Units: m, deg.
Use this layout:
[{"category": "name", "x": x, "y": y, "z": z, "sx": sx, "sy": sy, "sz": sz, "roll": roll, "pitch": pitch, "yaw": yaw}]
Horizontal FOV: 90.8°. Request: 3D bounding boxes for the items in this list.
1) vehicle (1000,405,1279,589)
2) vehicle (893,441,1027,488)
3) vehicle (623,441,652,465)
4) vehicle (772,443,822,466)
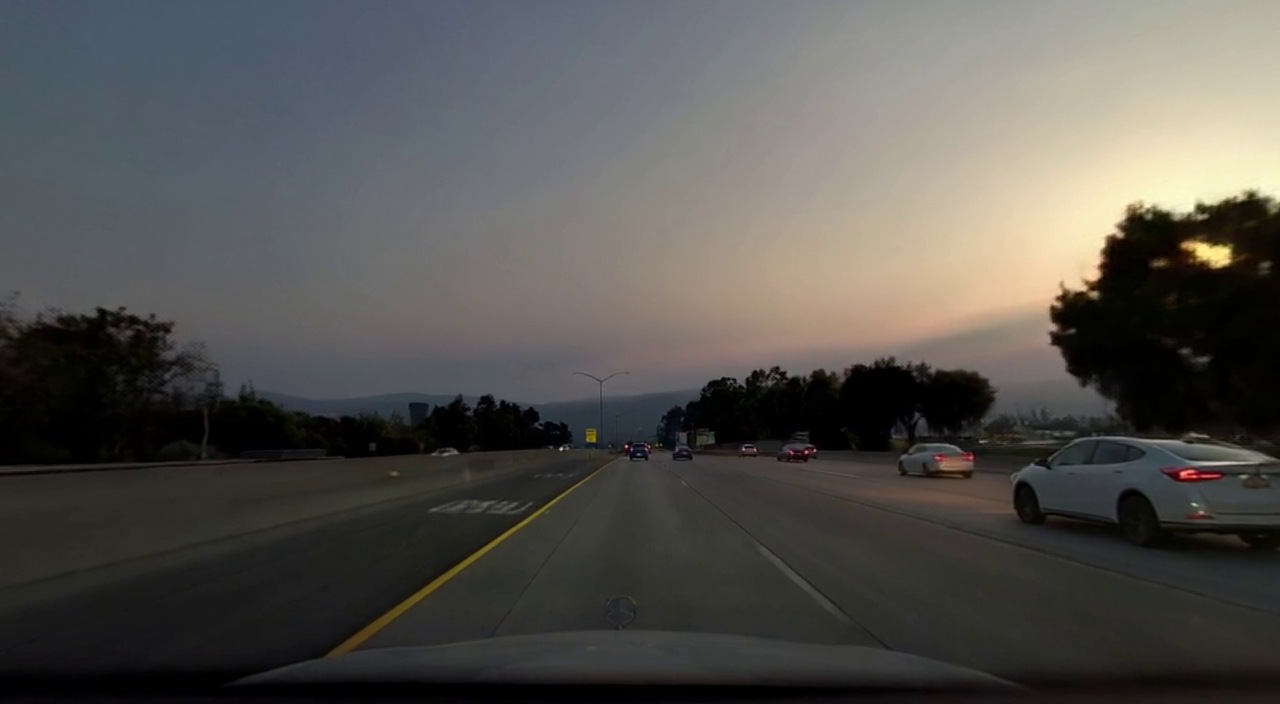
[{"category": "vehicle", "x": 6.900, "y": 1.648, "z": 7.929, "sx": 2.027, "sy": 1.679, "sz": 4.543, "roll": 0, "pitch": -8, "yaw": -1}, {"category": "vehicle", "x": 10.952, "y": 3.863, "z": 22.130, "sx": 2.087, "sy": 1.442, "sz": 4.834, "roll": 0, "pitch": -8, "yaw": -1}, {"category": "vehicle", "x": -0.229, "y": 7.075, "z": 44.578, "sx": 1.864, "sy": 1.566, "sz": 4.446, "roll": 0, "pitch": -8, "yaw": -3}, {"category": "vehicle", "x": 11.168, "y": 7.342, "z": 45.456, "sx": 2.194, "sy": 1.489, "sz": 5.141, "roll": 0, "pitch": -8, "yaw": -1}]
